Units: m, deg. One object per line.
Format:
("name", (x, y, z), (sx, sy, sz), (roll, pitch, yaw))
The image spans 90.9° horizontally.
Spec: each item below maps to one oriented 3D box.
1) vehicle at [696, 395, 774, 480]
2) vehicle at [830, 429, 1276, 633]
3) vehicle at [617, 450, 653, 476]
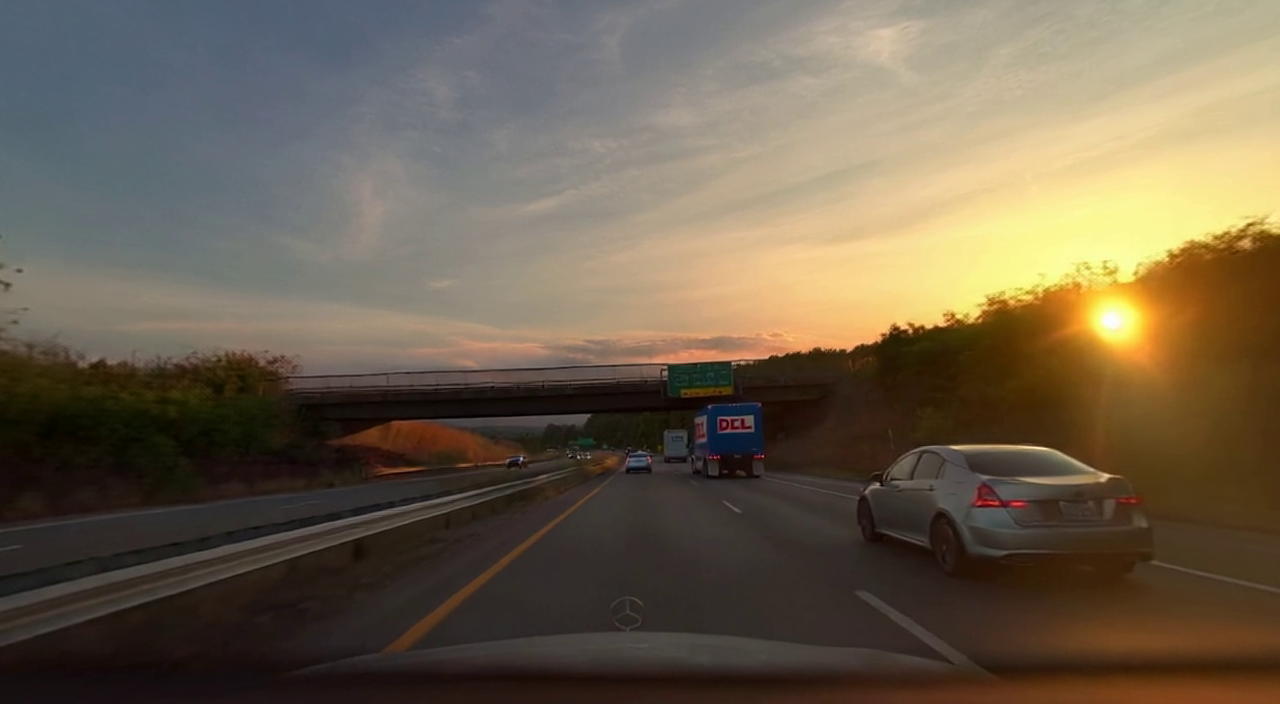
("vehicle", (4.883, 4.659, 33.977), (2.838, 3.985, 8.010), (0, -9, 0))
("vehicle", (3.638, 1.627, 6.714), (1.894, 1.452, 4.164), (0, -9, 0))
("vehicle", (-0.262, 6.661, 37.980), (2.055, 1.445, 3.661), (0, -9, 0))
